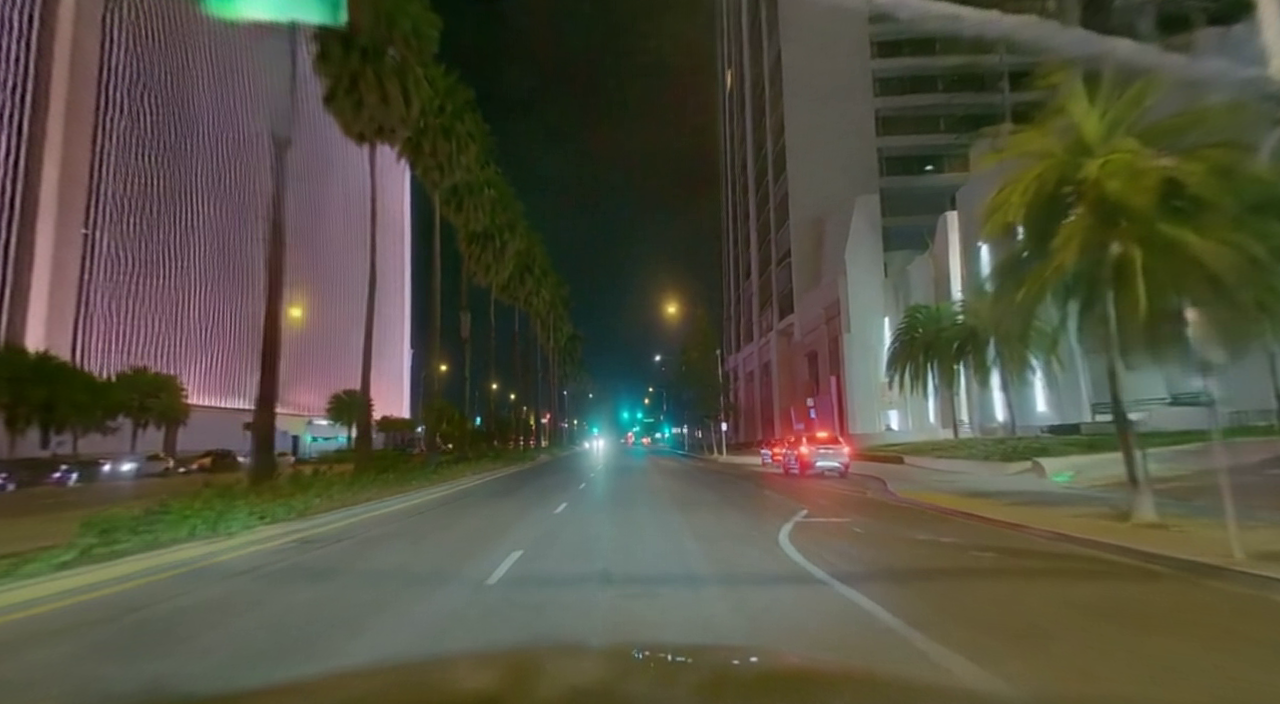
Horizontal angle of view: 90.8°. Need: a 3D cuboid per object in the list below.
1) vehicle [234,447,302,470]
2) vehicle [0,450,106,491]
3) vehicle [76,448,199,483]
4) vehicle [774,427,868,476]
[{"bbox_3d":[-24.575,7.026,41.952,1.801,1.444,4.640,0,-8,-2],"label":"vehicle"},{"bbox_3d":[-24.315,4.694,25.307,1.792,1.461,4.569,0,-8,0],"label":"vehicle"},{"bbox_3d":[-24.417,5.498,30.978,1.905,1.496,4.960,-1,-8,1],"label":"vehicle"},{"bbox_3d":[6.987,3.903,24.930,2.225,1.727,4.418,0,-8,-2],"label":"vehicle"}]
